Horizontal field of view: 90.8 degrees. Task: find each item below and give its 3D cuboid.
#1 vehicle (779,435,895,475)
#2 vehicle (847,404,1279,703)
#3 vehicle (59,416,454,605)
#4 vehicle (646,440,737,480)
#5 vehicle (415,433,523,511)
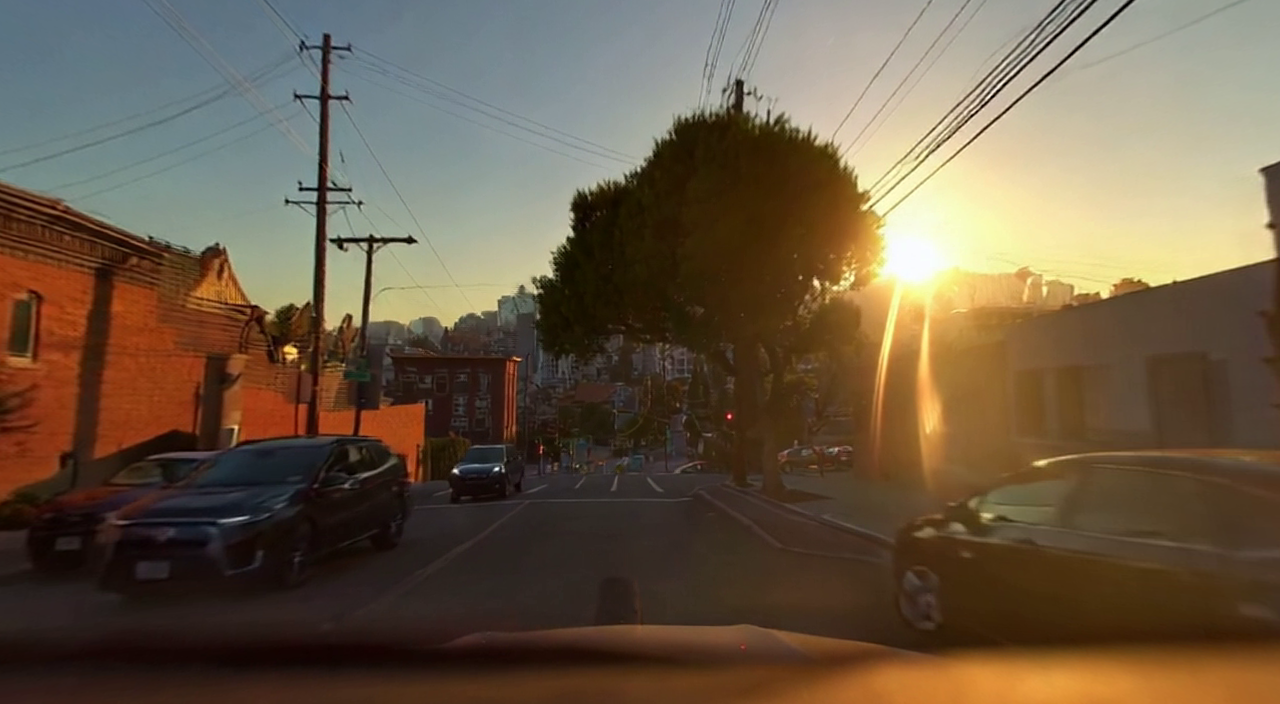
[{"bbox_3d":[9.850,5.212,32.040,5.167,1.895,2.140,-1,-8,3],"label":"vehicle"},{"bbox_3d":[2.724,1.073,2.927,1.913,1.509,4.436,0,-8,-2],"label":"vehicle"},{"bbox_3d":[-4.510,1.902,8.665,2.236,1.834,4.743,-1,-8,3],"label":"vehicle"},{"bbox_3d":[2.453,5.019,29.666,3.994,1.736,2.059,7,-11,-42],"label":"vehicle"},{"bbox_3d":[-4.507,3.201,17.419,1.918,1.823,4.536,0,-8,-3],"label":"vehicle"}]
